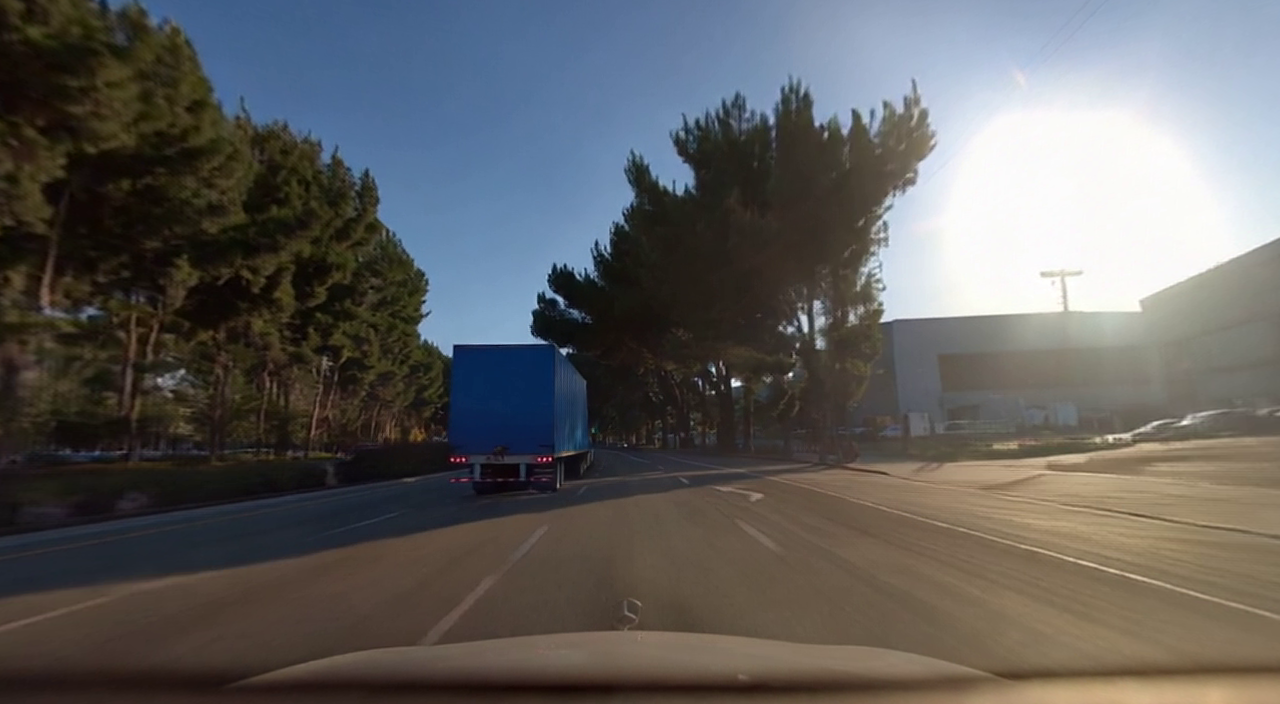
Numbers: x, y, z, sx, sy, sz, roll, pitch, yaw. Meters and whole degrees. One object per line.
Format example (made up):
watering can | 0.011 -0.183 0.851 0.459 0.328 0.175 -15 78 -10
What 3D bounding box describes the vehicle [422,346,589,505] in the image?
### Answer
vehicle | -3.231 2.179 17.884 2.910 3.419 8.376 0 -8 0
